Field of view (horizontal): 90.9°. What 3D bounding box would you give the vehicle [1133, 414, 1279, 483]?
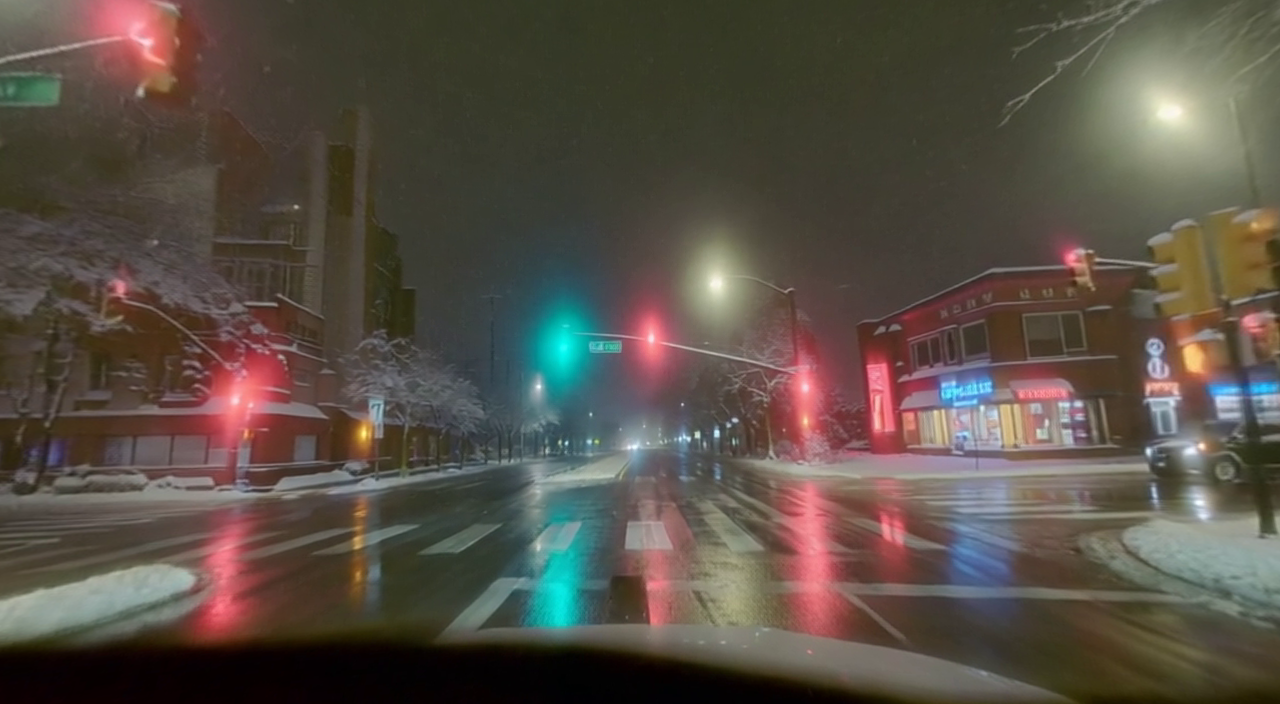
[{"bbox_3d":[16.950,2.660,17.458,4.836,1.795,1.957,0,-8,0],"label":"vehicle"}]
